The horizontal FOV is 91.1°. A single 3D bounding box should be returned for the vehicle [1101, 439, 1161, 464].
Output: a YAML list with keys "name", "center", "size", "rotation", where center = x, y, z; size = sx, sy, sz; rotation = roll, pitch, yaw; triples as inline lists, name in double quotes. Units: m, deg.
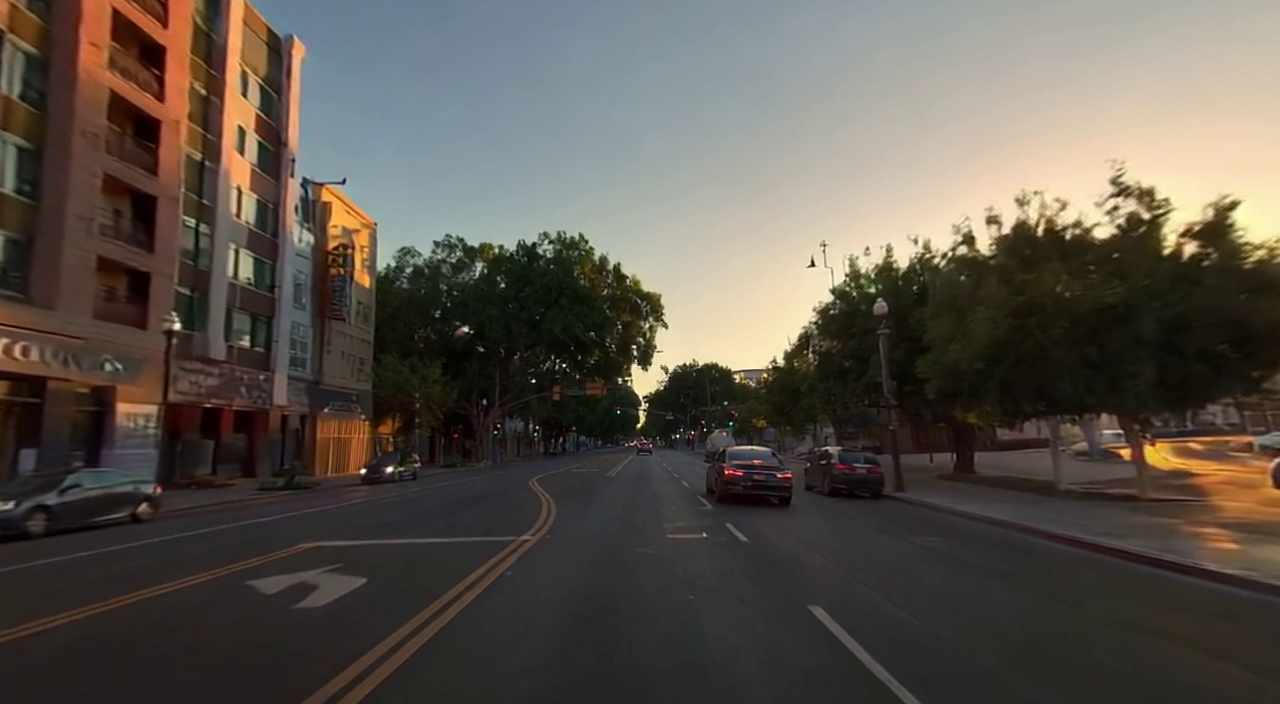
- name: "vehicle"
  center: [31.131, 6.299, 39.969]
  size: [1.867, 1.482, 4.593]
  rotation: [-4, -9, 24]

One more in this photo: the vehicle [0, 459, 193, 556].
- name: "vehicle"
  center: [-12.138, 3.101, 13.040]
  size: [2.015, 1.521, 4.798]
  rotation: [-1, -8, 3]

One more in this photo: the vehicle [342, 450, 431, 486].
- name: "vehicle"
  center: [-11.964, 5.567, 30.059]
  size: [1.944, 1.575, 4.895]
  rotation: [-1, -11, 3]

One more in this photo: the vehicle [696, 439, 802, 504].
- name: "vehicle"
  center: [2.800, 3.186, 17.258]
  size: [2.080, 1.524, 4.348]
  rotation: [0, -8, -1]

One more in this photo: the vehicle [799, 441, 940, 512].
- name: "vehicle"
  center: [5.912, 3.230, 16.872]
  size: [2.003, 1.626, 4.480]
  rotation: [0, -8, -1]
